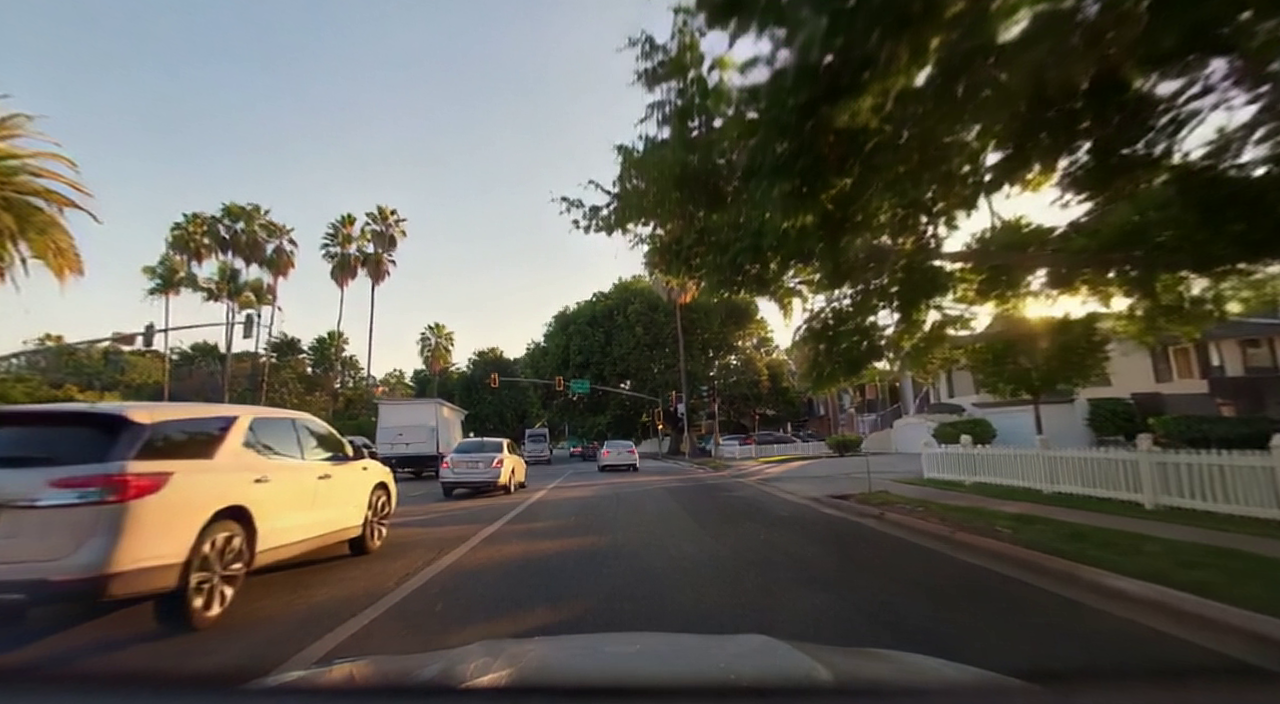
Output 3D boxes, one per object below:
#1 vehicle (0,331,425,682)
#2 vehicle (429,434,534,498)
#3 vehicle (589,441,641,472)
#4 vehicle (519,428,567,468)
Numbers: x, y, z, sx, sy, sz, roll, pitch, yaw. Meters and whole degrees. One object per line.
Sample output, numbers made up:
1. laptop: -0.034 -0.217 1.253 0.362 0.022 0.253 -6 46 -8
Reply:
1. vehicle: -3.973 1.175 5.906 2.144 1.877 4.899 -1 -8 1
2. vehicle: -4.009 2.941 16.671 1.709 1.425 4.337 -1 -8 -1
3. vehicle: -1.216 4.616 28.157 2.131 1.222 3.868 0 -8 -5
4. vehicle: -4.916 4.944 32.543 2.032 1.852 4.571 -1 -8 -4
